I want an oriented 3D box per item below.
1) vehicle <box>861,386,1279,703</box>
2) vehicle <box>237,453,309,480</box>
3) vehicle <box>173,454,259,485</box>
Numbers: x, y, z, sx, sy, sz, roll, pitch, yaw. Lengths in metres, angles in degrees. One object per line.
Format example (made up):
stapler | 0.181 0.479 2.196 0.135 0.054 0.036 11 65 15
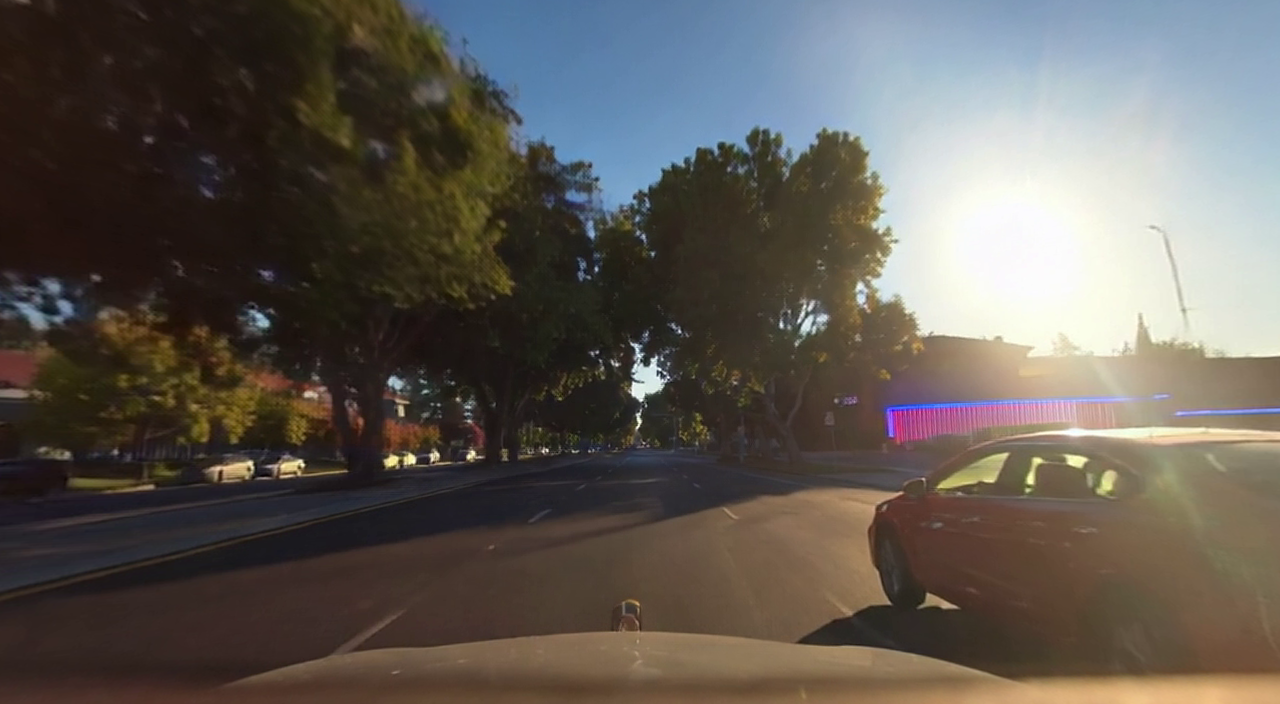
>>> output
vehicle | 3.075 1.057 3.522 2.004 1.470 4.544 -1 -8 0
vehicle | -22.448 6.986 38.784 1.784 1.438 4.471 -1 -8 -1
vehicle | -22.428 6.196 33.607 1.745 1.476 4.123 -1 -8 -1
